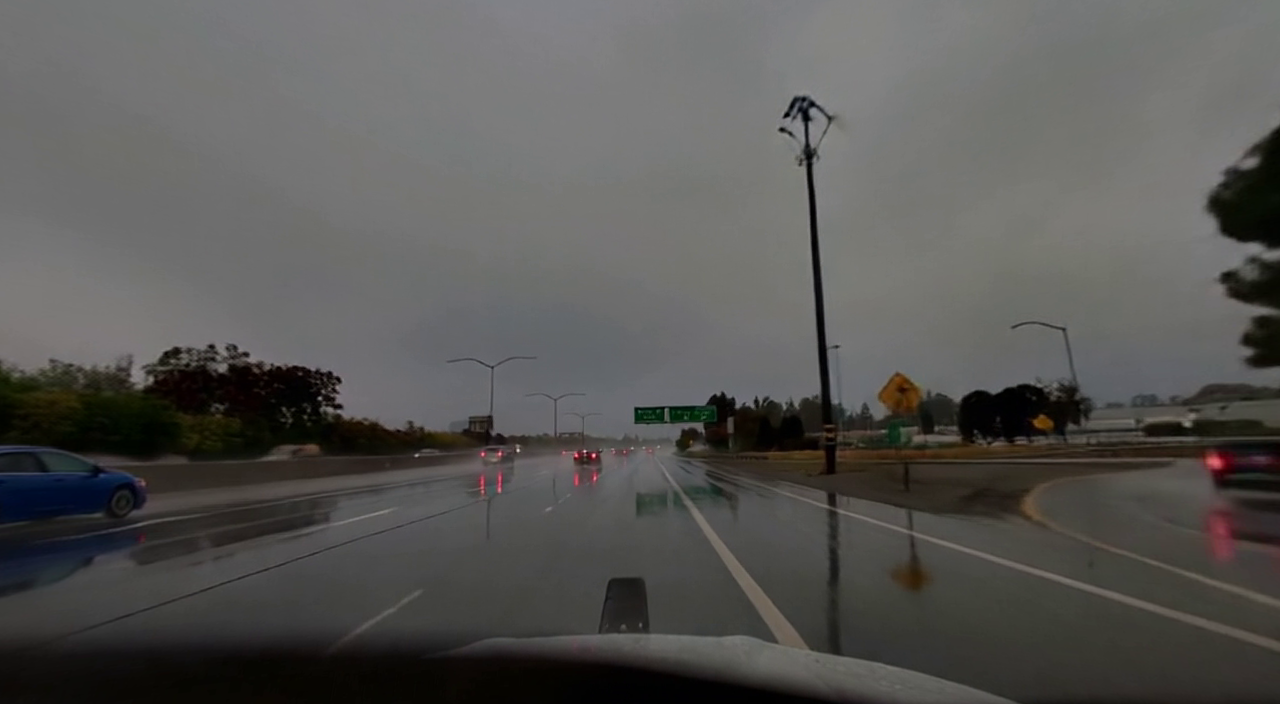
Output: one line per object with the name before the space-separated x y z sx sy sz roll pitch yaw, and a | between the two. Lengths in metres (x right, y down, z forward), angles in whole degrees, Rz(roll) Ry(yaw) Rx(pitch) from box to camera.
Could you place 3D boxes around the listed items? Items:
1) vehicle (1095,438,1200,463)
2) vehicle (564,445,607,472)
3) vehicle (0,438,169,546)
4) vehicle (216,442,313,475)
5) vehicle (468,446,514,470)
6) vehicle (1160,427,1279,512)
vehicle | 32.992 6.453 41.186 4.798 1.545 2.042 -3 -9 18
vehicle | -3.121 6.248 37.089 2.050 1.479 4.342 0 -9 1
vehicle | -10.191 2.116 9.747 2.002 1.526 4.822 0 -9 1
vehicle | -22.412 6.395 38.038 2.197 1.815 5.802 0 -9 1
vehicle | -9.809 7.012 41.794 1.930 1.490 3.955 0 -9 1
vehicle | 14.985 2.833 15.630 2.127 1.815 4.777 -4 -10 27
